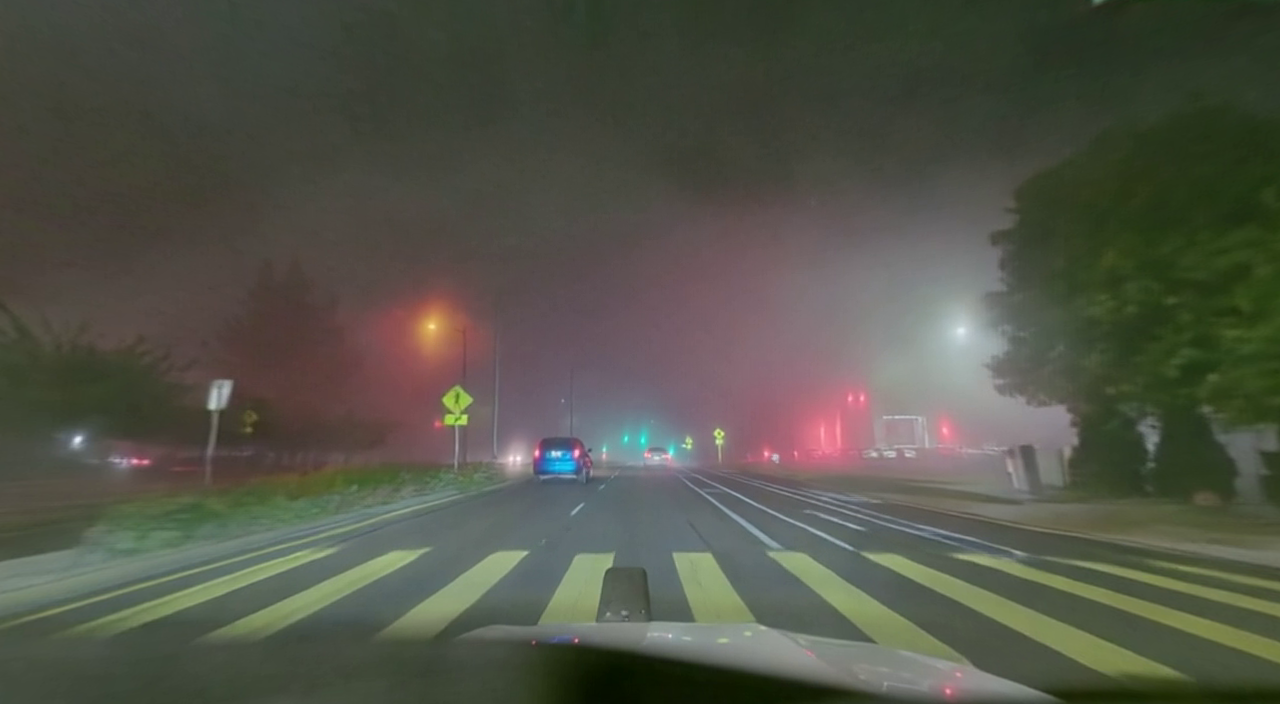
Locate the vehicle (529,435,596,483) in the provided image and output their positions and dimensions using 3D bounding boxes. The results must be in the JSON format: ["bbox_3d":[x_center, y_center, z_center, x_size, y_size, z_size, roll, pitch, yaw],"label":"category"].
[{"bbox_3d":[-3.128,4.409,26.331,2.150,1.812,4.423,0,-9,1],"label":"vehicle"}]

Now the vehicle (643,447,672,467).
[{"bbox_3d":[1.308,7.946,47.821,2.075,1.480,3.920,0,-9,0],"label":"vehicle"}]
